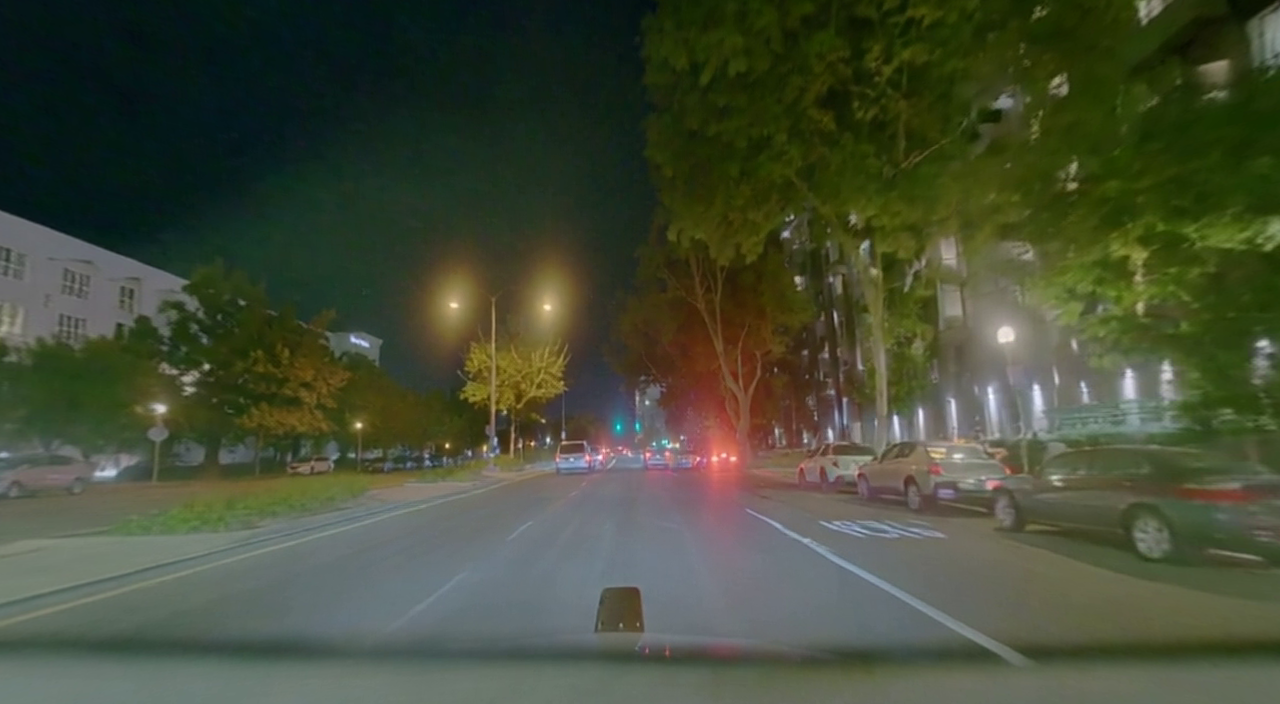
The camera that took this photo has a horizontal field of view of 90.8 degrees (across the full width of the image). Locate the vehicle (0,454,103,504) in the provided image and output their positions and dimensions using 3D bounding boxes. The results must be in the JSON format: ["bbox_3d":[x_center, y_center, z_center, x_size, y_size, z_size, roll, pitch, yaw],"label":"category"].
[{"bbox_3d":[-21.713,4.366,21.981,1.999,1.562,4.803,0,-8,-3],"label":"vehicle"}]

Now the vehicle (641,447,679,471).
[{"bbox_3d":[1.336,7.396,43.920,2.201,1.589,3.843,0,-8,-4],"label":"vehicle"}]

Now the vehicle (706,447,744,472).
[{"bbox_3d":[6.188,7.864,46.462,2.164,1.727,3.955,0,-8,-1],"label":"vehicle"}]

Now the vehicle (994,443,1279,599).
[{"bbox_3d":[7.042,1.970,8.354,2.269,1.506,4.152,0,-8,0],"label":"vehicle"}]

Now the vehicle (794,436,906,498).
[{"bbox_3d":[6.917,3.813,21.399,2.216,1.847,4.321,0,-8,-1],"label":"vehicle"}]

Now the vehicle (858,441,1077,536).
[{"bbox_3d":[7.108,2.969,14.522,2.320,1.764,4.731,0,-8,-3],"label":"vehicle"}]

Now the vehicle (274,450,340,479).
[{"bbox_3d":[-22.425,7.562,42.803,1.996,1.767,4.613,0,-8,-1],"label":"vehicle"}]

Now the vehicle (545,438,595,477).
[{"bbox_3d":[-3.819,5.839,35.205,2.223,1.957,4.845,0,-8,0],"label":"vehicle"}]
